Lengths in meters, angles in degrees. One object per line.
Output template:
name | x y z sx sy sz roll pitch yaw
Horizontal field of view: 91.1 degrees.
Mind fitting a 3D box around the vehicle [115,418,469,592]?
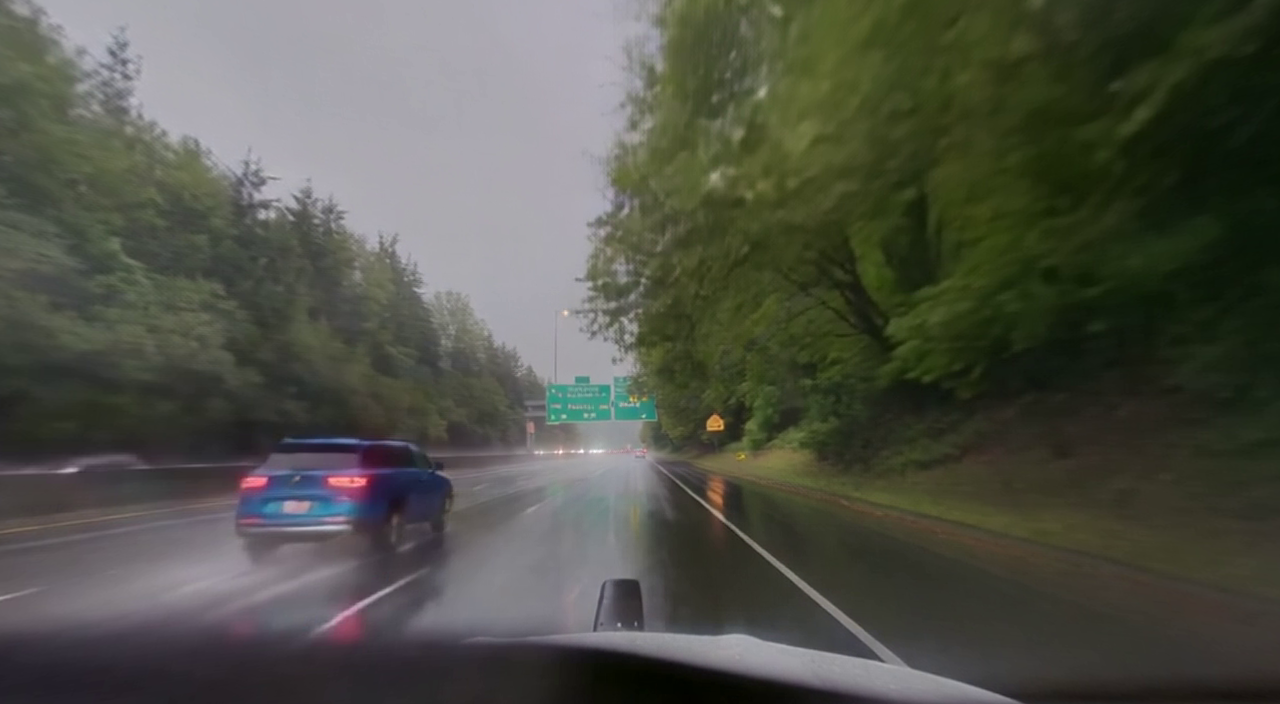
vehicle | -3.902 1.789 8.176 2.104 1.626 4.283 0 -9 0
